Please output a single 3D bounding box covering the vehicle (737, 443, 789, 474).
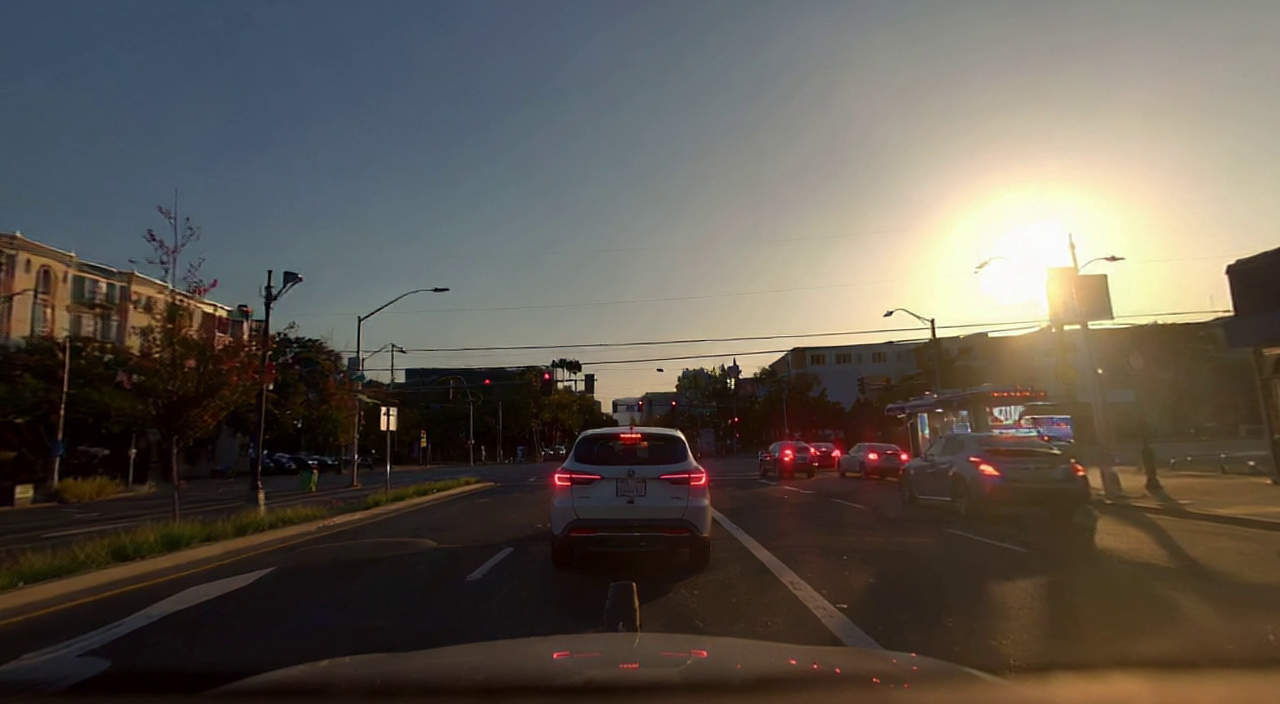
[{"bbox_3d":[6.275,5.455,32.632,1.961,1.477,4.454,0,-9,2],"label":"vehicle"}]

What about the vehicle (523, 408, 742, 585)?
[{"bbox_3d":[-0.057,1.690,8.115,2.115,1.700,3.901,0,-9,1],"label":"vehicle"}]

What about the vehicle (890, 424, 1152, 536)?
[{"bbox_3d":[6.640,2.268,11.791,2.072,1.652,4.611,0,-9,1],"label":"vehicle"}]

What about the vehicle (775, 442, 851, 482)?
[{"bbox_3d":[6.867,4.398,25.408,1.833,1.452,4.237,0,-9,0],"label":"vehicle"}]
